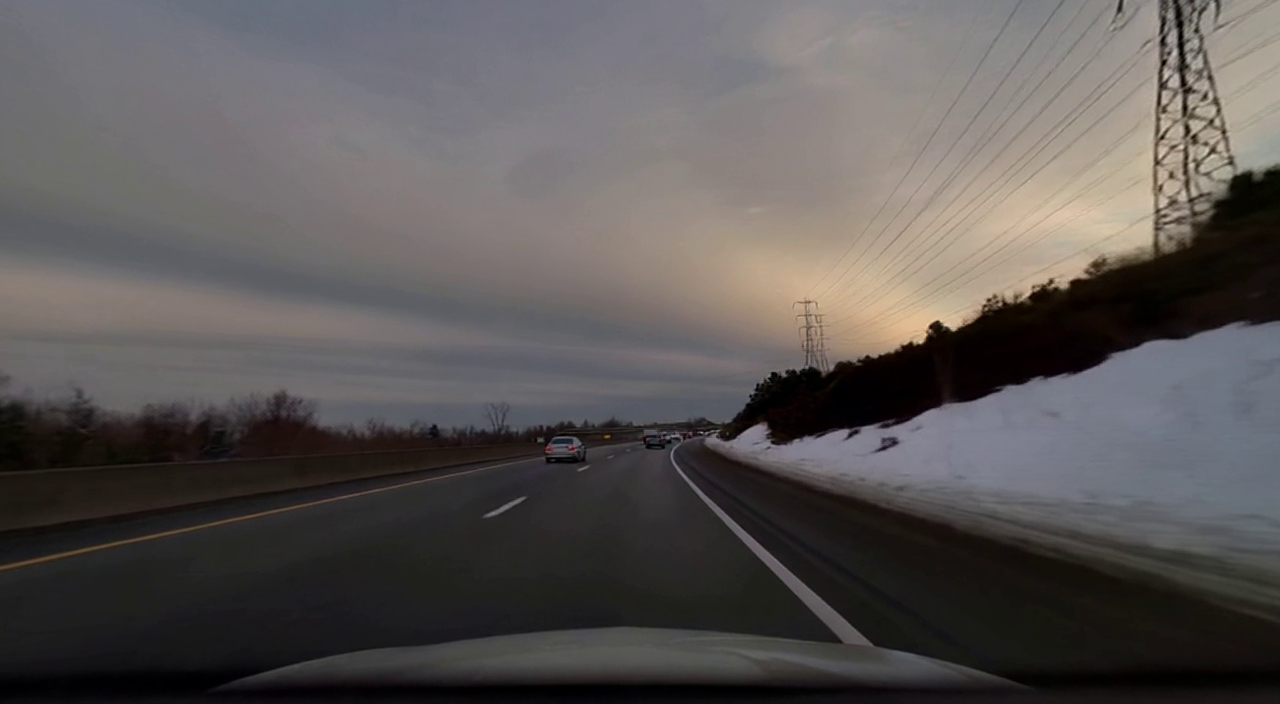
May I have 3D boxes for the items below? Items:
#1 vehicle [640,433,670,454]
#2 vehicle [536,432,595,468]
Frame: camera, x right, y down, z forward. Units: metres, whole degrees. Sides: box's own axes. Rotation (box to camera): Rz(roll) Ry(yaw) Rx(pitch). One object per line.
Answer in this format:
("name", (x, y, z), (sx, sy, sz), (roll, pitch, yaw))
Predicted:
("vehicle", (1.185, 6.902, 47.515), (2.077, 1.523, 4.206), (0, -8, 3))
("vehicle", (-3.345, 4.471, 29.042), (2.030, 1.522, 4.250), (0, -8, 2))
